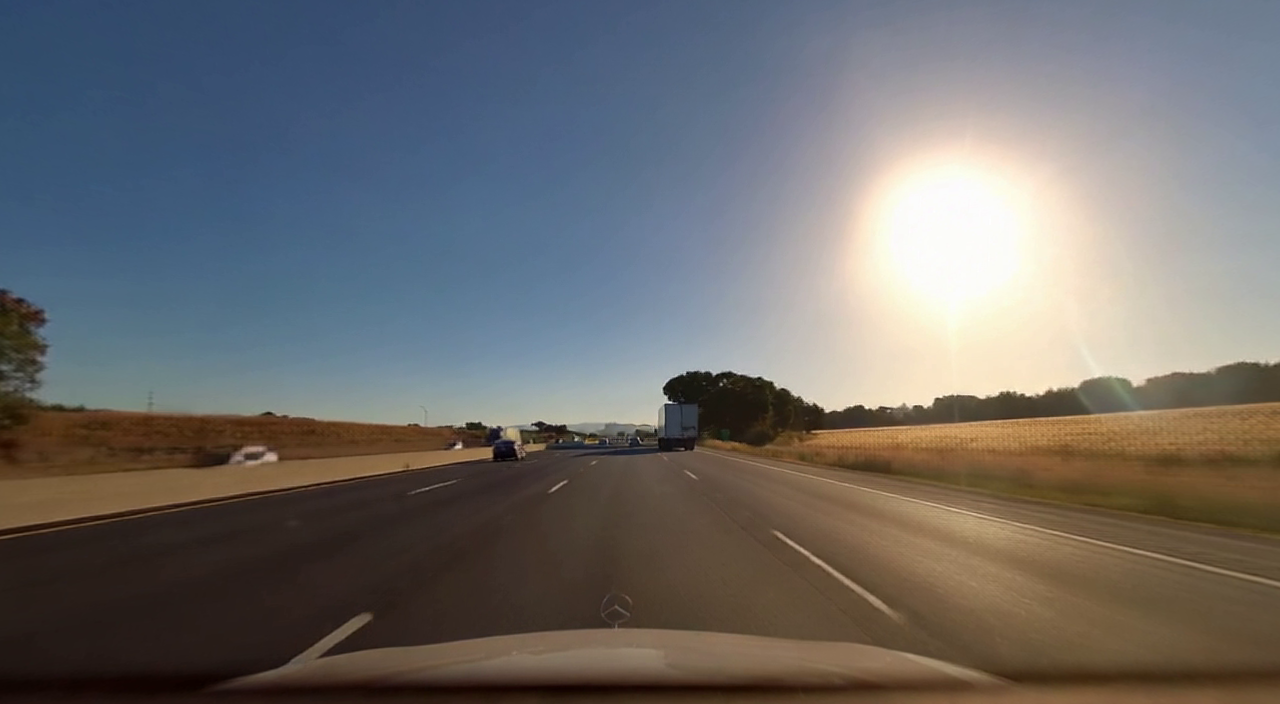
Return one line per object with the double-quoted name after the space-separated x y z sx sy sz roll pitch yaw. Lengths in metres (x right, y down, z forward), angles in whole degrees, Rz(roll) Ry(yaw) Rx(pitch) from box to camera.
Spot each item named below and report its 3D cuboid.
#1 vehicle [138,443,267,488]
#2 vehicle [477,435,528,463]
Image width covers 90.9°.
-15.672 4.053 22.868 1.966 1.429 3.890 0 -8 -2 "vehicle"
-7.757 5.498 35.968 2.018 1.454 4.290 0 -8 -1 "vehicle"
